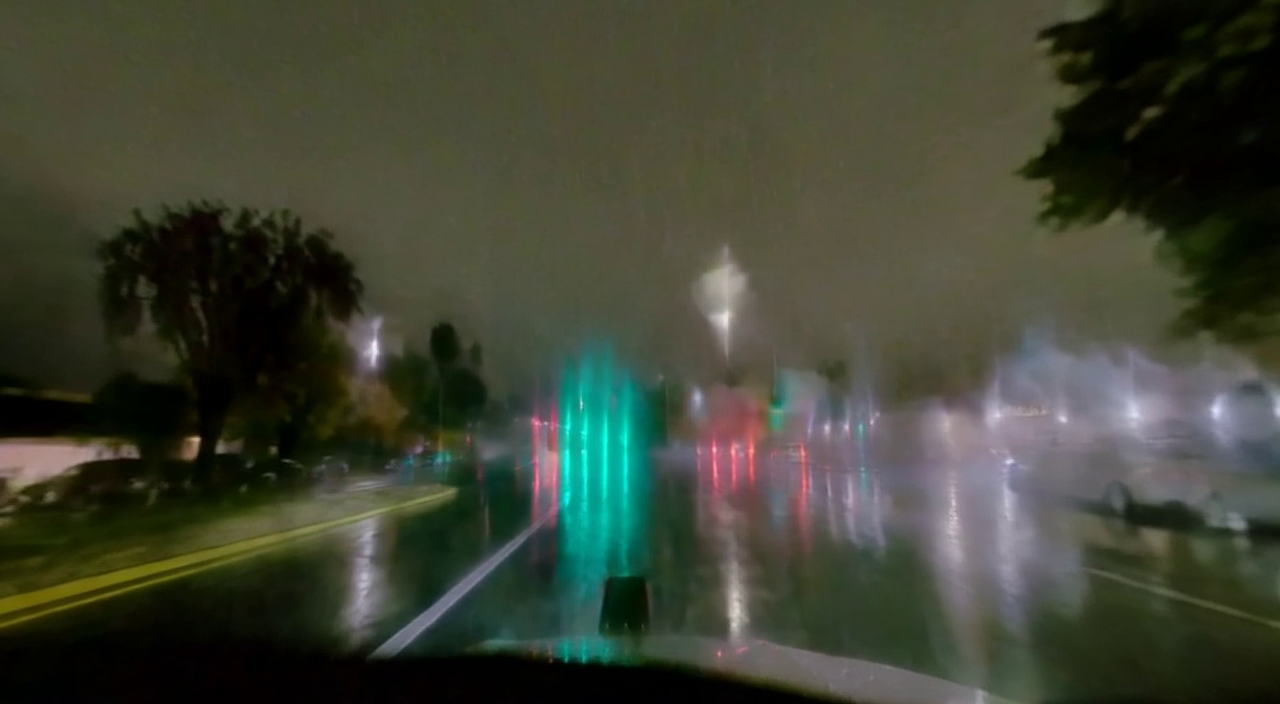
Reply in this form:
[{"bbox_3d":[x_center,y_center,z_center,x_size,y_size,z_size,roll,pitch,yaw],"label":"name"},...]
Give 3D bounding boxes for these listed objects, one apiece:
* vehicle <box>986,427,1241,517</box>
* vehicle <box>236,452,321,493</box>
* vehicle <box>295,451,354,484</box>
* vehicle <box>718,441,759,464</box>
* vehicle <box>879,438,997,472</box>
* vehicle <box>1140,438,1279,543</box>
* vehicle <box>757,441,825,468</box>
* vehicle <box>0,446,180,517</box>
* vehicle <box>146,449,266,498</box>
[{"bbox_3d":[9.786,2.515,13.680,1.853,1.578,4.736,0,-9,0],"label":"vehicle"},{"bbox_3d":[-17.838,5.899,31.331,1.802,1.477,4.648,-3,-5,-4],"label":"vehicle"},{"bbox_3d":[-18.197,6.651,36.503,1.836,1.512,3.581,-2,-6,-5],"label":"vehicle"},{"bbox_3d":[7.704,7.966,49.934,2.039,1.752,4.876,1,-9,-6],"label":"vehicle"},{"bbox_3d":[15.654,5.424,33.316,5.088,1.538,2.114,-2,-7,2],"label":"vehicle"},{"bbox_3d":[9.707,1.889,8.546,1.863,1.423,4.709,1,-9,-2],"label":"vehicle"},{"bbox_3d":[9.407,6.435,39.605,1.919,1.627,4.196,5,-10,-26],"label":"vehicle"},{"bbox_3d":[-17.431,3.997,20.053,2.099,1.917,4.720,-1,-8,-2],"label":"vehicle"},{"bbox_3d":[-17.681,4.924,25.973,1.883,1.775,4.466,-1,-8,-2],"label":"vehicle"}]
